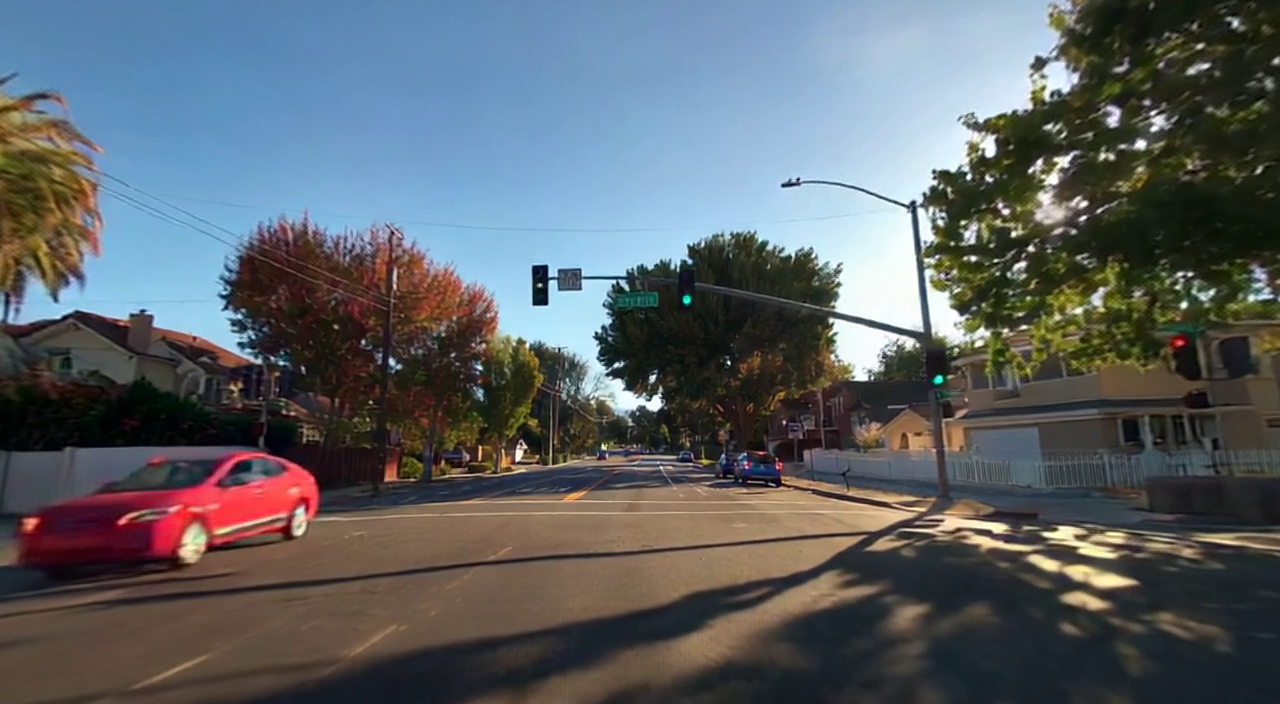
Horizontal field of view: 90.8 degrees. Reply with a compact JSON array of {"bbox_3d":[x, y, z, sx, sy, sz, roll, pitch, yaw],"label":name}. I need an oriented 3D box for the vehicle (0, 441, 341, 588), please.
[{"bbox_3d":[-6.899,2.185,9.524,2.270,1.605,4.958,0,-9,1],"label":"vehicle"}]

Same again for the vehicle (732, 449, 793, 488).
[{"bbox_3d":[5.486,5.241,28.797,1.891,1.611,4.269,0,-9,0],"label":"vehicle"}]
